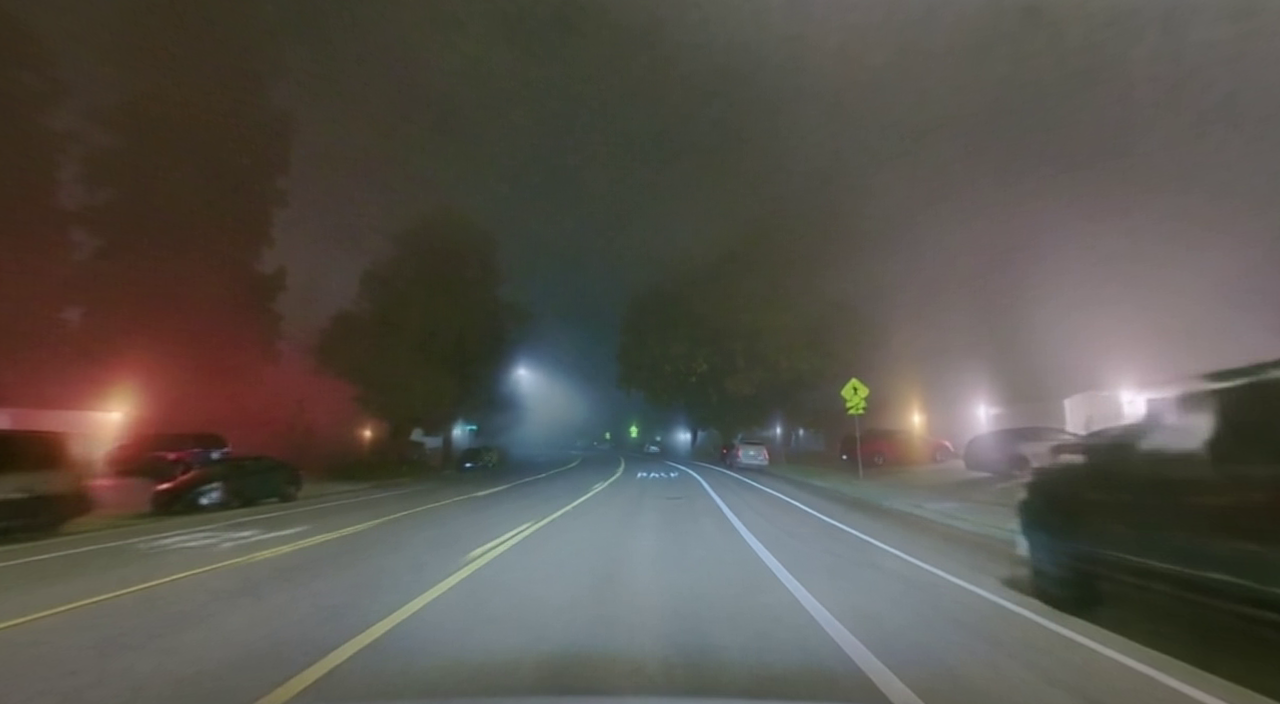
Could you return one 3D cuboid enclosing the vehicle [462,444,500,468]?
[{"bbox_3d":[-11.961,7.825,47.600,2.292,1.499,4.661,-3,-8,-9],"label":"vehicle"}]

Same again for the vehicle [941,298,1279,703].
[{"bbox_3d":[4.520,0.934,3.607,2.574,2.156,6.672,3,-8,2],"label":"vehicle"}]

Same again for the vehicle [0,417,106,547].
[{"bbox_3d":[-11.158,1.995,8.944,2.450,1.998,5.367,-5,-9,1],"label":"vehicle"}]

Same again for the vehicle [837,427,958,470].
[{"bbox_3d":[12.375,4.646,30.436,4.882,1.766,2.040,-2,-8,-2],"label":"vehicle"}]

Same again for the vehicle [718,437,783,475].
[{"bbox_3d":[5.794,5.511,33.875,1.954,1.732,6.409,3,-8,-3],"label":"vehicle"}]

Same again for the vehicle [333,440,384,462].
[{"bbox_3d":[-19.701,6.937,44.265,1.942,1.464,4.537,1,-9,-7],"label":"vehicle"}]

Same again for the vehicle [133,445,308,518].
[{"bbox_3d":[-10.934,3.417,16.856,1.967,1.488,4.216,-5,-10,-3],"label":"vehicle"}]
